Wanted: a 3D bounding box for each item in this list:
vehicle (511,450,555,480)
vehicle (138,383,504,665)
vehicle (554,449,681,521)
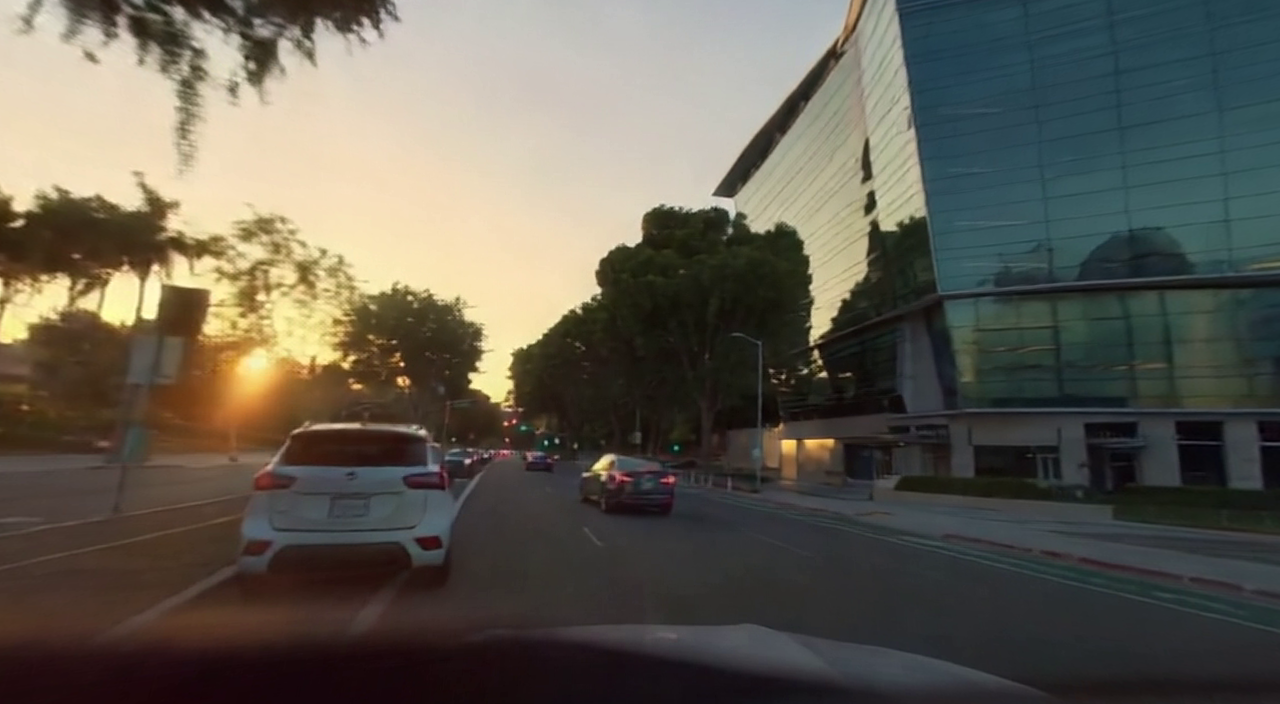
[{"bbox_3d":[-7.034,7.304,40.840,2.301,1.716,4.856,5,-10,-14],"label":"vehicle"},{"bbox_3d":[-2.974,1.510,6.820,2.275,1.819,4.883,3,-9,-19],"label":"vehicle"},{"bbox_3d":[-0.809,3.517,17.212,2.205,1.537,4.895,7,-10,-16],"label":"vehicle"}]
